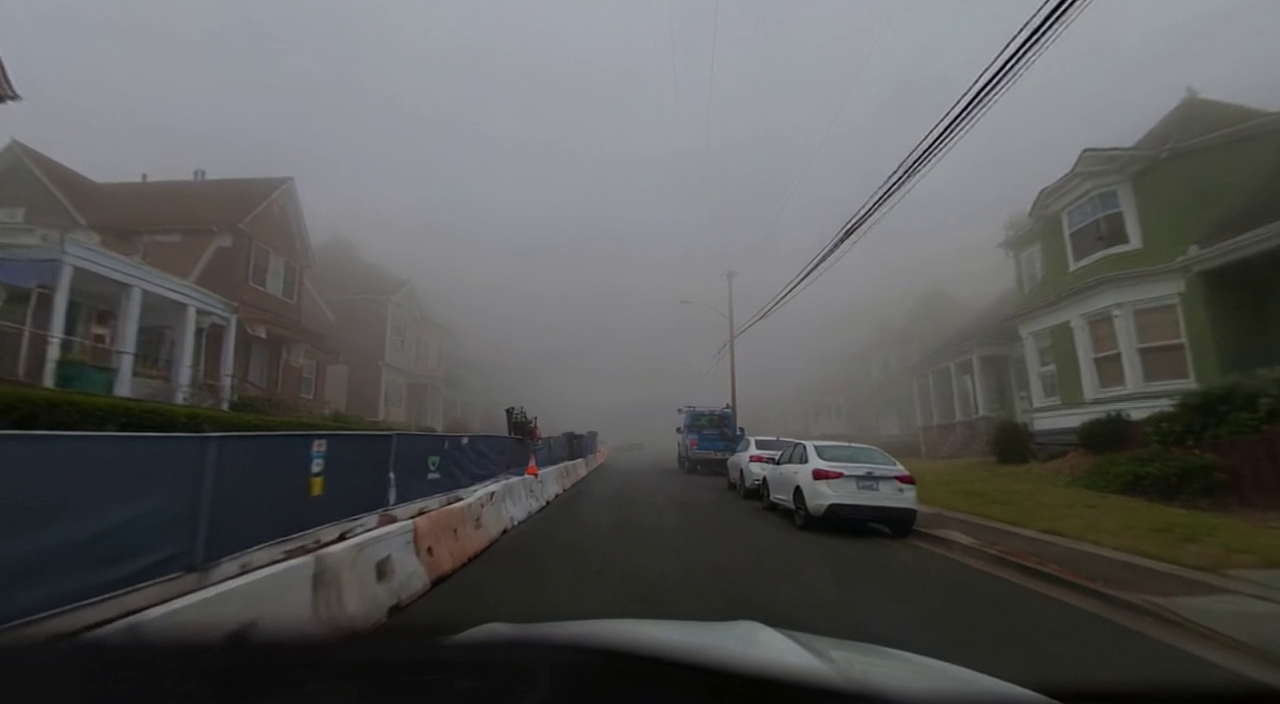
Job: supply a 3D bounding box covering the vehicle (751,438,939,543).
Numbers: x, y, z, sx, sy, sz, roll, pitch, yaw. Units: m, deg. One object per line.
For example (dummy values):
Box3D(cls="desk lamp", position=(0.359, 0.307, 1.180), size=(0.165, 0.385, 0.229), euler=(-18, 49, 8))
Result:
Box3D(cls="vehicle", position=(3.248, 2.222, 10.967), size=(1.805, 1.436, 4.201), euler=(0, -8, -1))
